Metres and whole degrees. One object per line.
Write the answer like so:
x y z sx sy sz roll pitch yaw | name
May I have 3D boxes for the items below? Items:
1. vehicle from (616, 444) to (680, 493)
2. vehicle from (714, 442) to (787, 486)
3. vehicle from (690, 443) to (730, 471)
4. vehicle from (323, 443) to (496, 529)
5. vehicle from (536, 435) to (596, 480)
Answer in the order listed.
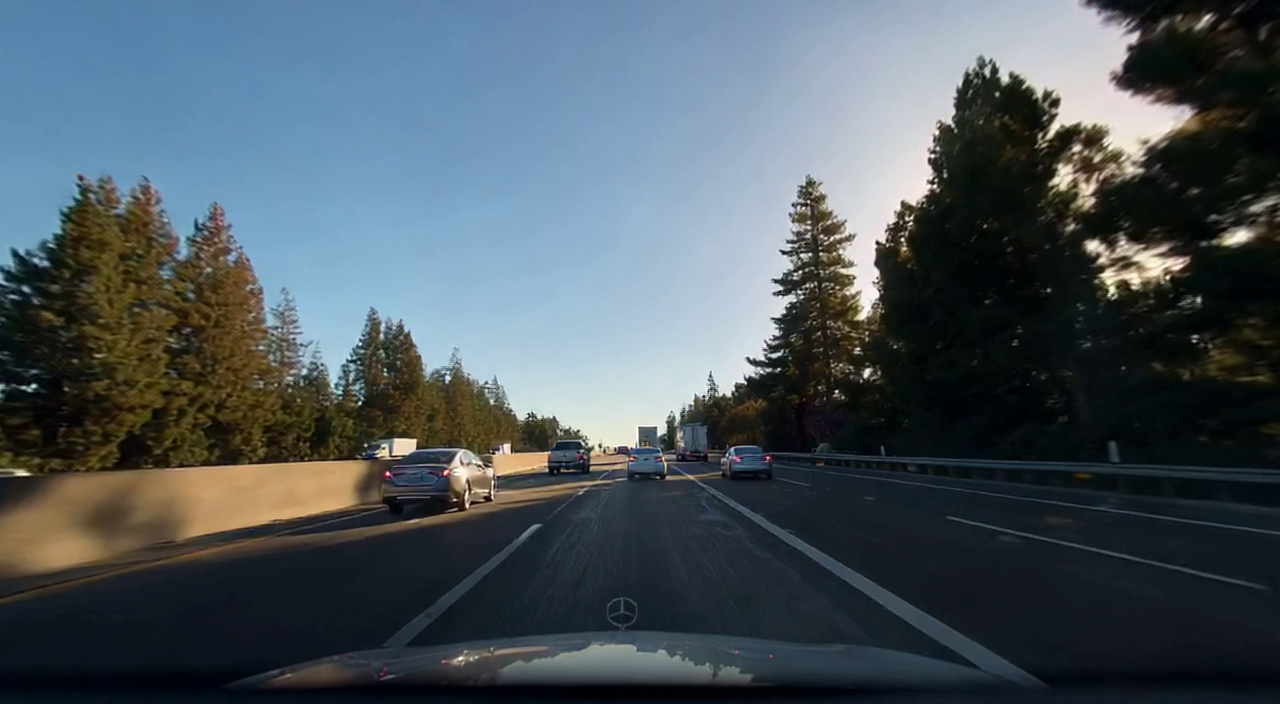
0.255 4.018 21.945 2.015 1.526 4.286 0 -9 0 | vehicle
4.103 4.234 23.933 1.959 1.503 4.064 0 -9 -1 | vehicle
4.577 6.949 41.633 2.080 1.748 4.534 0 -9 0 | vehicle
-4.550 2.698 13.224 1.967 1.473 4.439 0 -9 0 | vehicle
-3.489 5.101 30.457 2.230 1.973 4.403 -1 -9 2 | vehicle
